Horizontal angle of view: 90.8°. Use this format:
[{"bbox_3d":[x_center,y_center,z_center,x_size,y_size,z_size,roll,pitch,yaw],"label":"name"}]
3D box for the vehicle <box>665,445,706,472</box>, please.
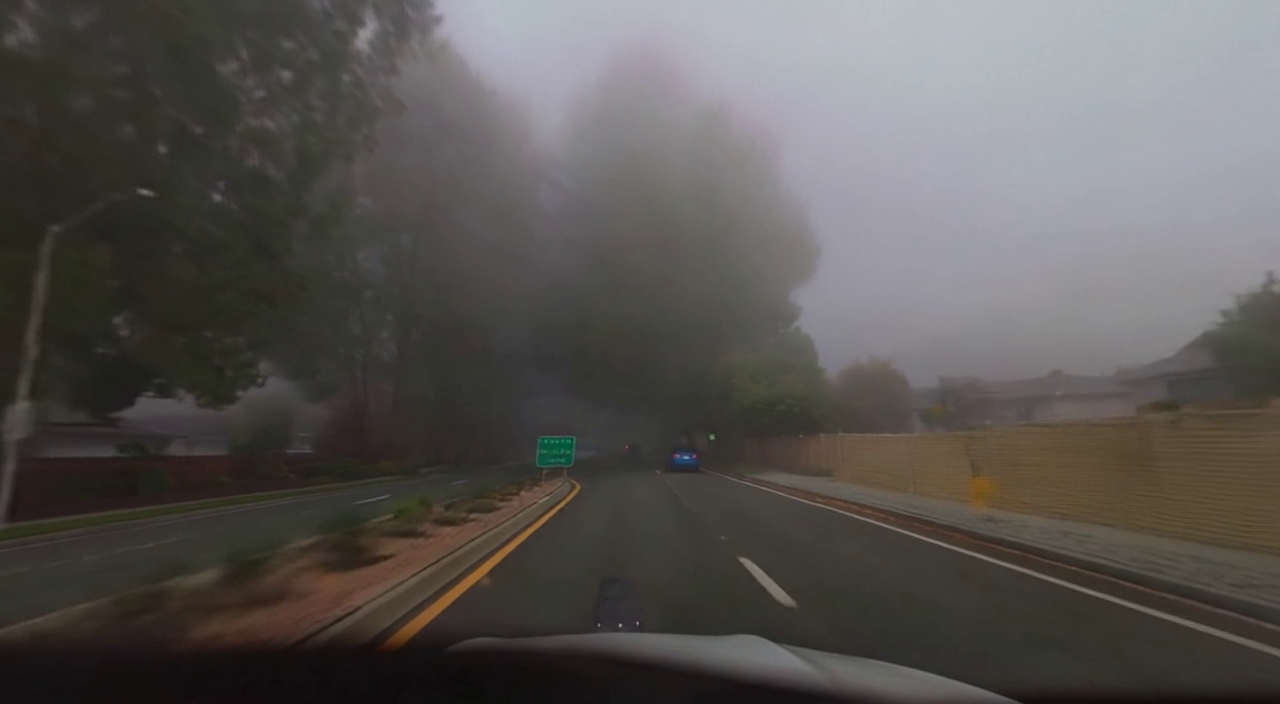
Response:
[{"bbox_3d":[2.536,6.107,36.415,1.991,1.476,4.153,0,-9,-1],"label":"vehicle"}]
